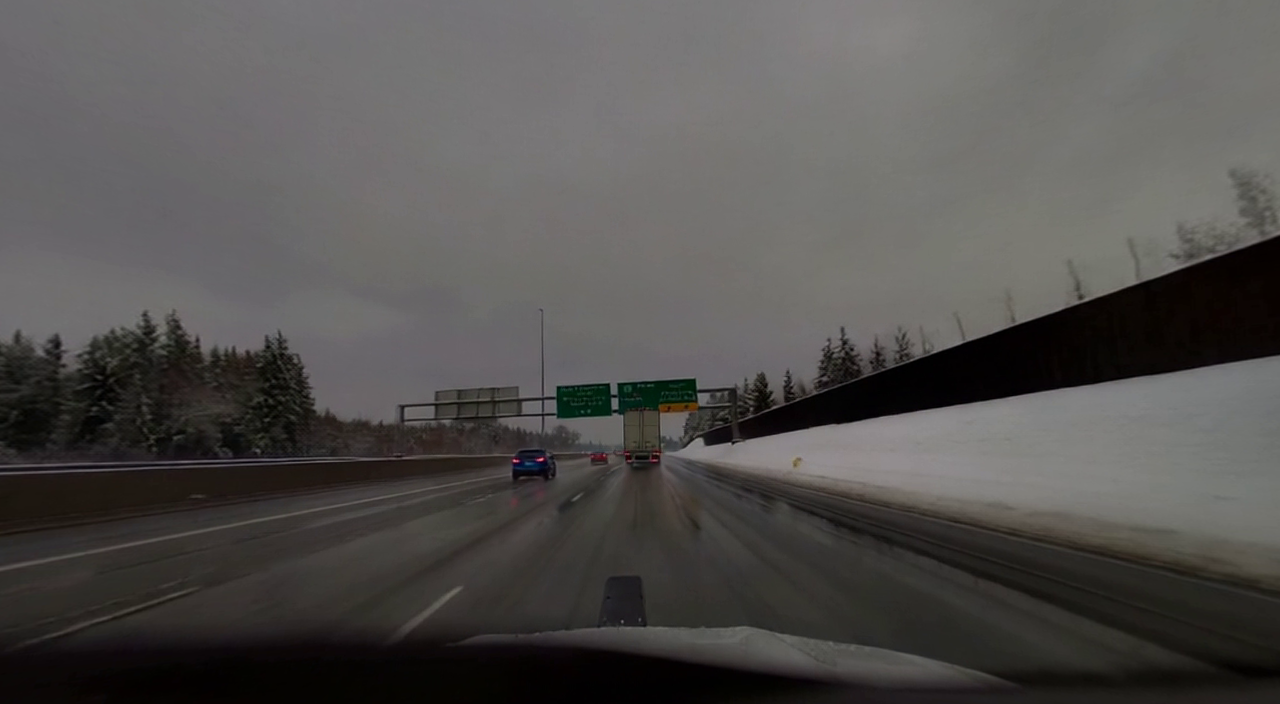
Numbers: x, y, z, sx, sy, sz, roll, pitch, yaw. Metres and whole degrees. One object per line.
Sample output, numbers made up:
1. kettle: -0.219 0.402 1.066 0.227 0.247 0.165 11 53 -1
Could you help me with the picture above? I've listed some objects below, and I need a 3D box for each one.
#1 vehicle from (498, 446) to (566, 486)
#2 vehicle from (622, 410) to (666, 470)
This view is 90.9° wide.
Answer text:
1. vehicle: -4.418 4.718 26.462 1.977 1.478 4.702 0 -9 1
2. vehicle: 0.373 6.738 47.854 2.980 4.051 10.359 0 -9 1
